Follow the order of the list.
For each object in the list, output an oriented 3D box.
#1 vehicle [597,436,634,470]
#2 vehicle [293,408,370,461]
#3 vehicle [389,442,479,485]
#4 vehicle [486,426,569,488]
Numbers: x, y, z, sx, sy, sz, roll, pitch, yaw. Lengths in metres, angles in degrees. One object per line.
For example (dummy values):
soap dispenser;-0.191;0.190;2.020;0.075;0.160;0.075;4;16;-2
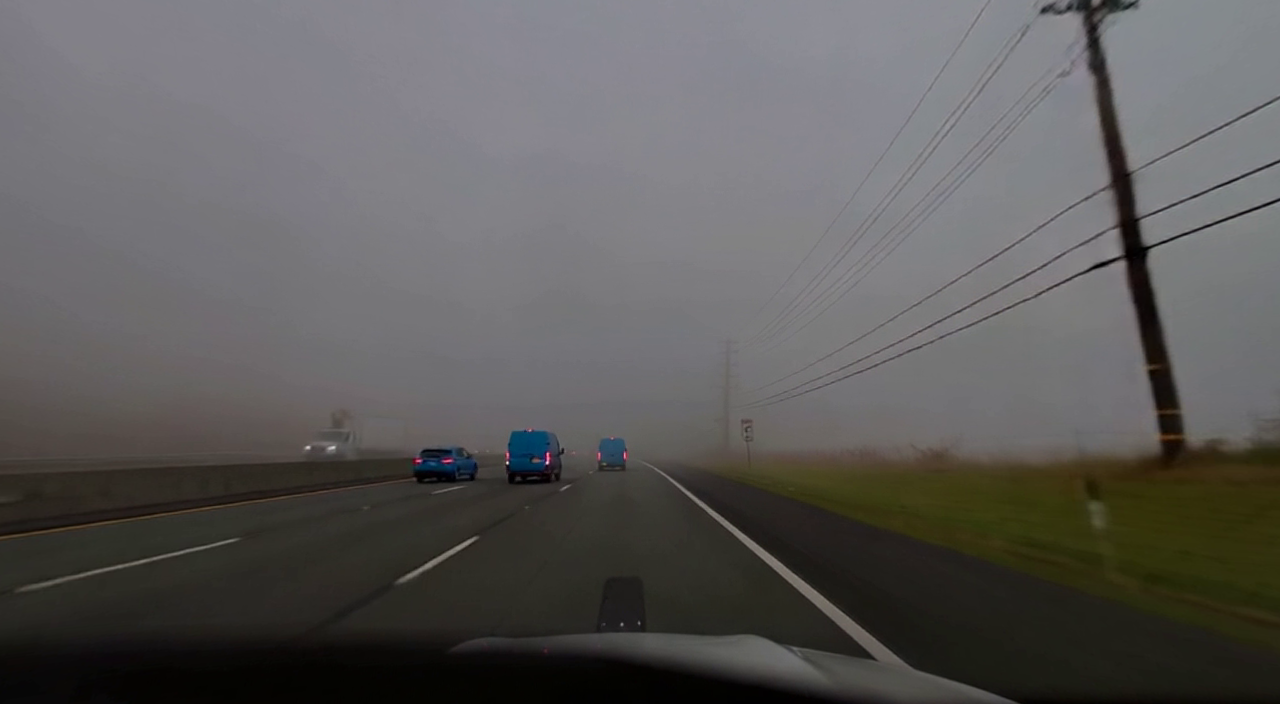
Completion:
vehicle;-1.547;6.459;40.397;2.197;2.011;5.130;0;-9;-2
vehicle;-24.113;6.564;49.675;3.020;3.938;5.806;0;-9;-1
vehicle;-8.011;4.380;25.079;1.975;1.540;4.759;0;-9;0
vehicle;-3.961;3.836;23.211;2.145;2.010;4.980;0;-9;-1
